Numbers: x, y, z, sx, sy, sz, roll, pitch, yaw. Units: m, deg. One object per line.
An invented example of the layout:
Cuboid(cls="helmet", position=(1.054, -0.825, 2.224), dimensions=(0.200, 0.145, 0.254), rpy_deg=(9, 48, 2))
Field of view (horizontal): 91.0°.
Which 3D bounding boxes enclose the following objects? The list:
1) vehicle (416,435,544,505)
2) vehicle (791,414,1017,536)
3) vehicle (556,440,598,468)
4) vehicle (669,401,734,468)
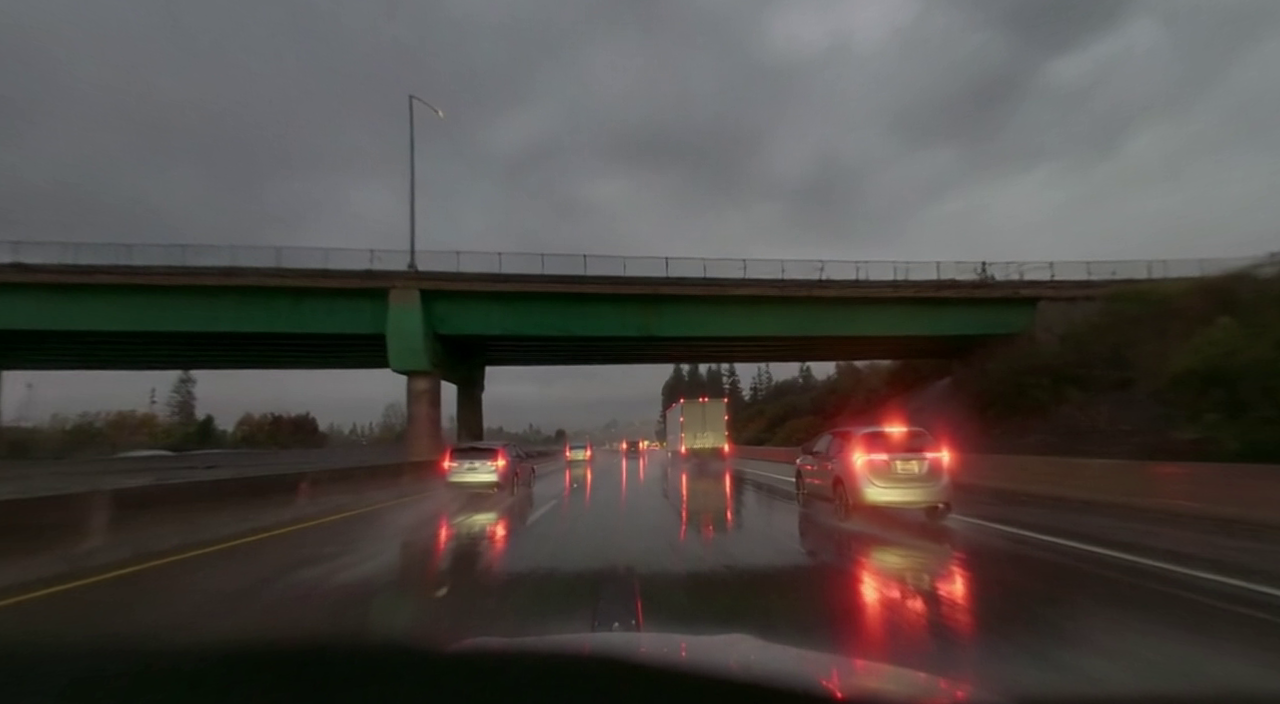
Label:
Cuboid(cls="vehicle", position=(-3.885, 2.942, 16.232), dimensions=(2.122, 1.486, 4.532), rpy_deg=(-1, -8, 0))
Cuboid(cls="vehicle", position=(4.114, 1.978, 10.717), dimensions=(2.001, 1.625, 4.088), rpy_deg=(-1, -8, -1))
Cuboid(cls="vehicle", position=(-3.607, 5.896, 36.717), dimensions=(2.064, 1.479, 4.370), rpy_deg=(-1, -8, -1))
Cuboid(cls="vehicle", position=(3.627, 5.319, 40.241), dimensions=(2.824, 3.585, 11.410), rpy_deg=(-1, -8, -1))
